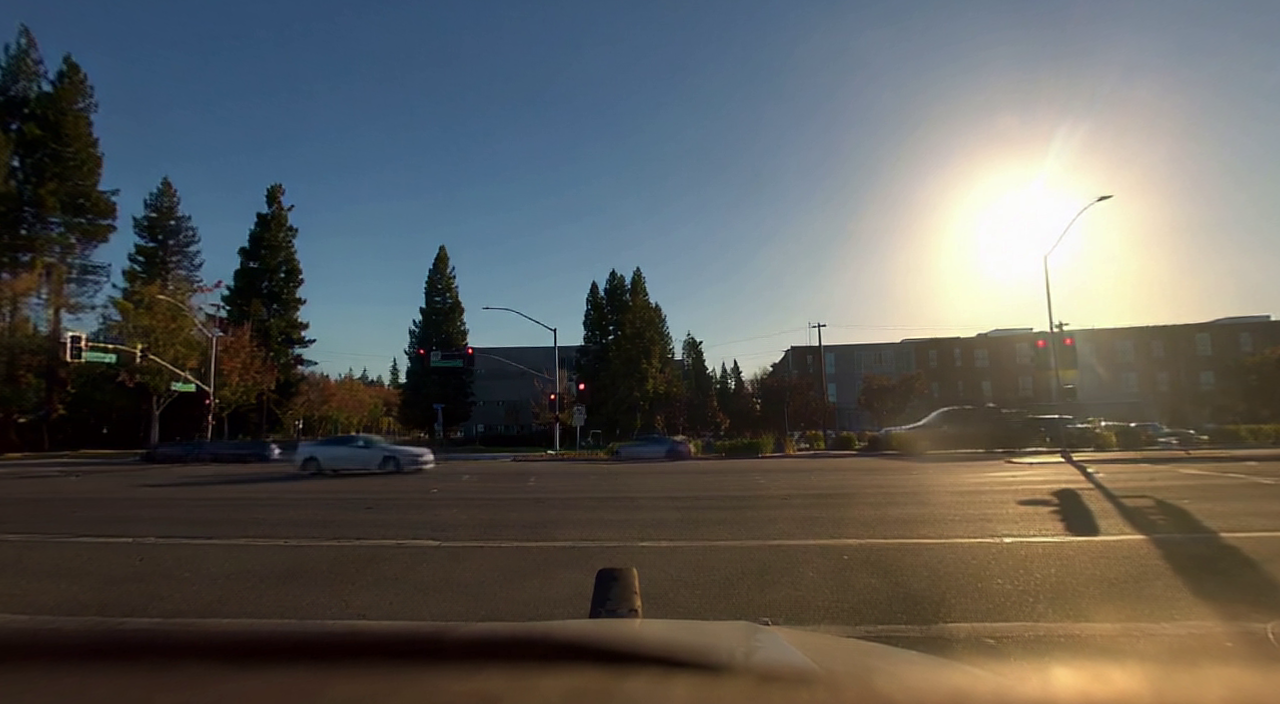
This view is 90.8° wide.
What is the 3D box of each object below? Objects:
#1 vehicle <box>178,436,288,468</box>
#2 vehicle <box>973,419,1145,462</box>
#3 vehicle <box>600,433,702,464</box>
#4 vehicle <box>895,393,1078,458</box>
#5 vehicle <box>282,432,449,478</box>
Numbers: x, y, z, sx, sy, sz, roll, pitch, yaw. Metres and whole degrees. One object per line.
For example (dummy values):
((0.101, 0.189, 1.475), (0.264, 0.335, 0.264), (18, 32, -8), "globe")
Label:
((-21.546, 5.308, 33.545), (4.677, 1.593, 2.029), (-2, -9, 10), "vehicle")
((15.020, 3.221, 22.946), (4.749, 1.461, 1.892), (-1, -9, 9), "vehicle")
((0.589, 4.859, 31.800), (4.860, 1.441, 1.934), (-2, -9, 12), "vehicle")
((17.965, 3.942, 33.327), (7.790, 3.197, 2.653), (-2, -9, 10), "vehicle")
((-9.296, 3.505, 21.579), (4.836, 1.445, 2.057), (-2, -9, 10), "vehicle")
